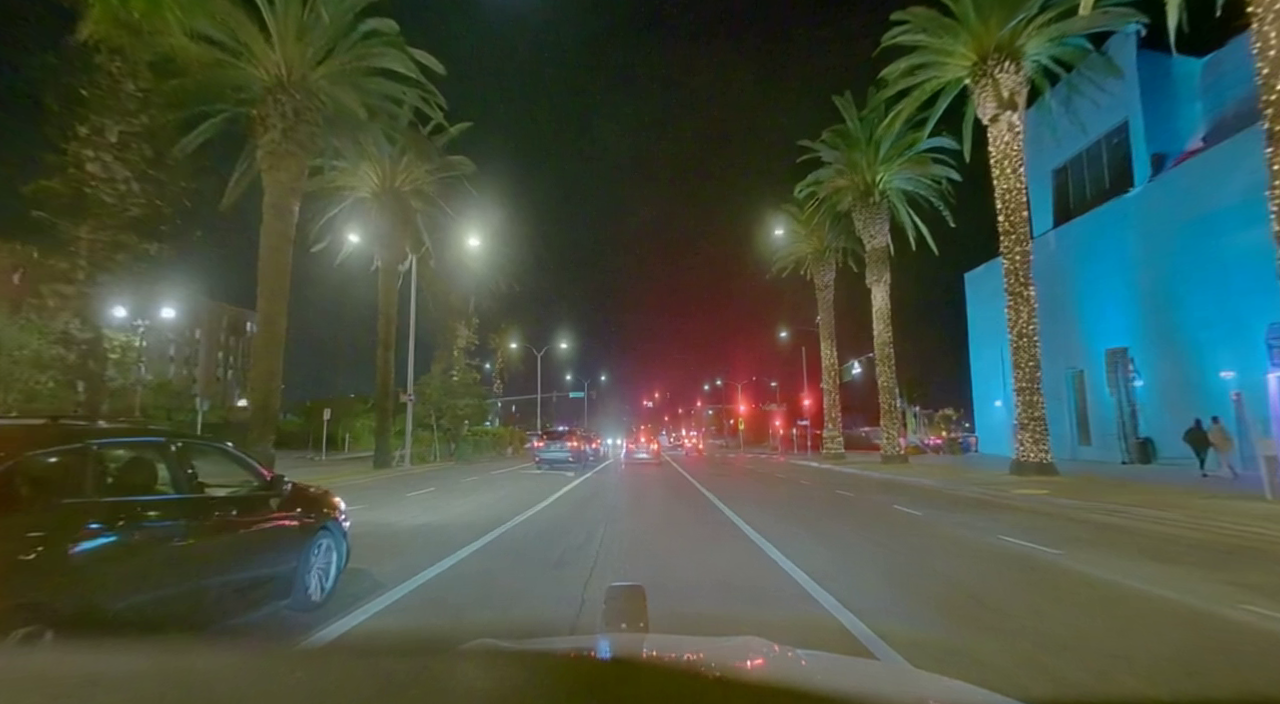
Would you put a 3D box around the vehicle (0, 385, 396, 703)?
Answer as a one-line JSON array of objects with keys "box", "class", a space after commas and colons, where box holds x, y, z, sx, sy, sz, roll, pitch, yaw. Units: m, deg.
[{"box": [-3.562, 1.160, 4.342, 1.875, 1.526, 4.542, 0, -8, 1], "class": "vehicle"}]

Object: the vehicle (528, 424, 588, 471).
[{"box": [-3.266, 3.920, 25.933, 1.914, 1.741, 4.398, 0, -8, -1], "class": "vehicle"}]

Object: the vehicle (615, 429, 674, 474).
[{"box": [0.156, 3.911, 24.953, 2.114, 1.585, 4.285, 0, -8, 0], "class": "vehicle"}]
